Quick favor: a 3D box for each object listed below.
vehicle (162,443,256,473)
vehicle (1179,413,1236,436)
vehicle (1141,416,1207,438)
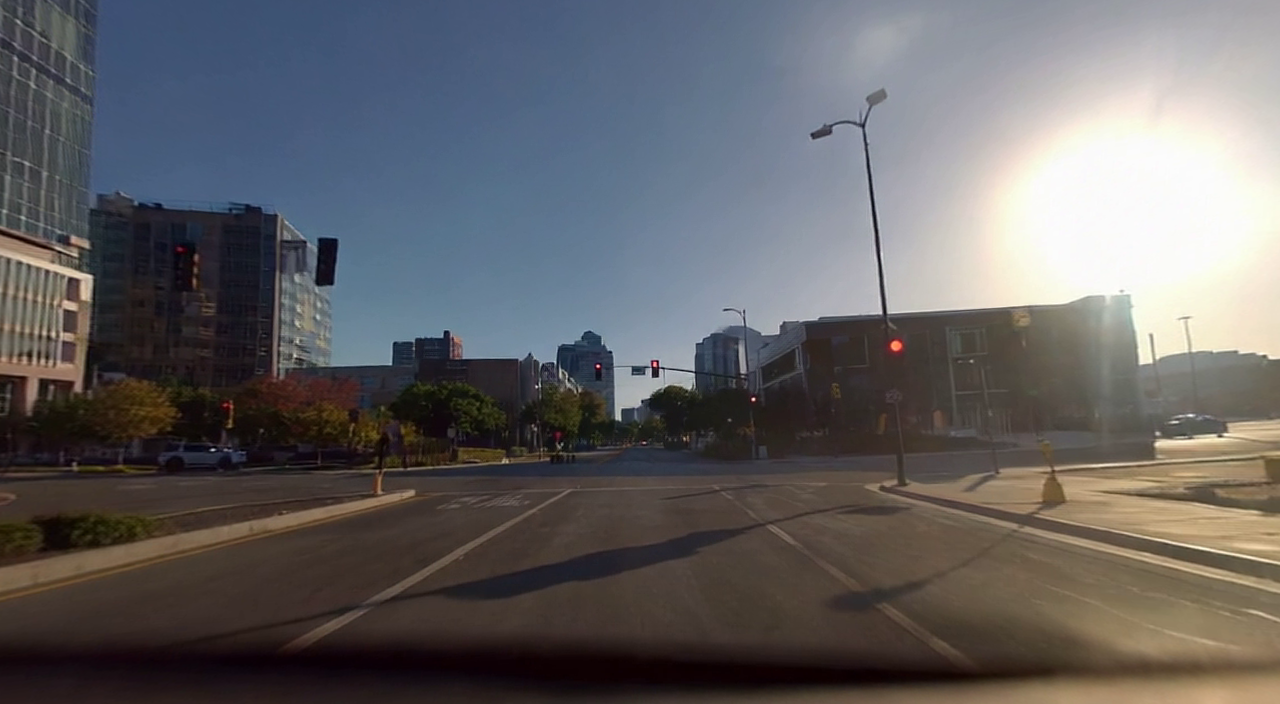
[{"bbox_3d":[-27.960,6.897,40.999,4.603,1.666,1.972,-2,-8,-5],"label":"vehicle"},{"bbox_3d":[44.913,5.737,49.821,4.339,1.675,1.812,5,-10,-27],"label":"vehicle"},{"bbox_3d":[39.832,5.627,46.942,4.189,1.561,1.947,4,-10,-23],"label":"vehicle"}]
